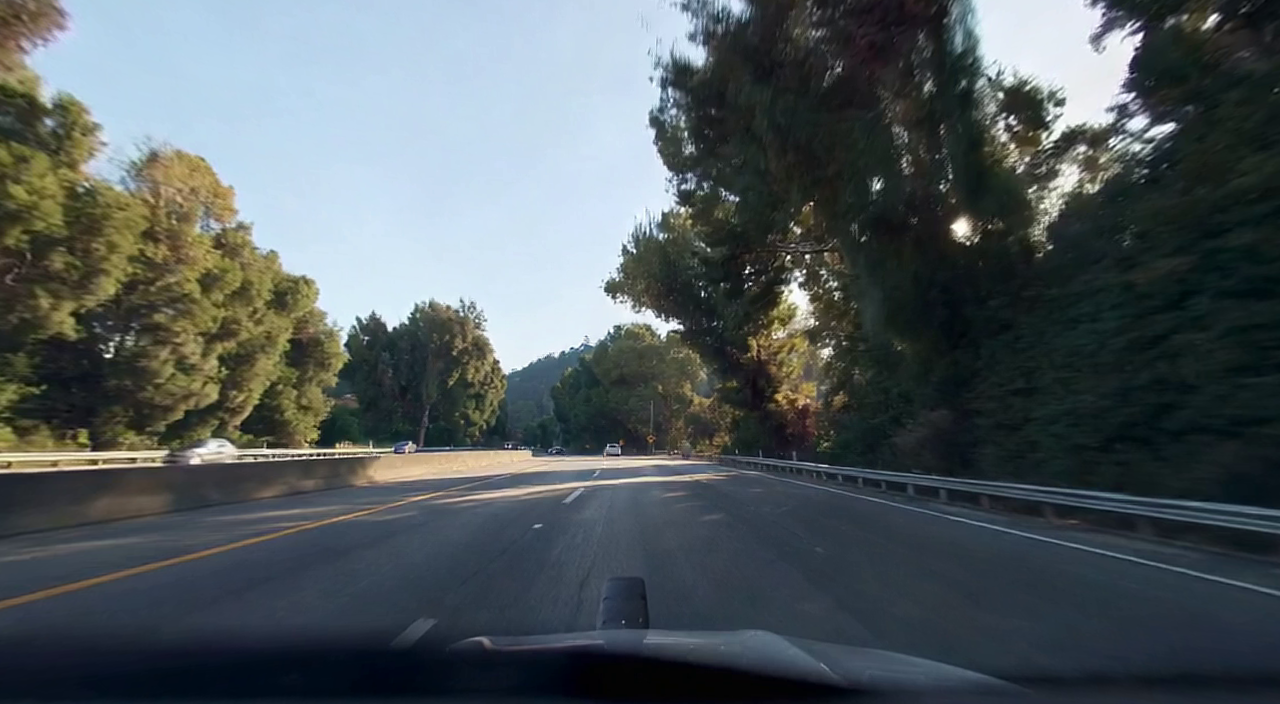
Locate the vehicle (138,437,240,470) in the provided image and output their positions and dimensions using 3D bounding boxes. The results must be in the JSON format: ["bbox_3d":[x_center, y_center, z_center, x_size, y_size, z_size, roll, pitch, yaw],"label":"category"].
[{"bbox_3d":[-21.879,4.931,30.778,1.861,1.491,4.260,0,-9,-1],"label":"vehicle"}]
